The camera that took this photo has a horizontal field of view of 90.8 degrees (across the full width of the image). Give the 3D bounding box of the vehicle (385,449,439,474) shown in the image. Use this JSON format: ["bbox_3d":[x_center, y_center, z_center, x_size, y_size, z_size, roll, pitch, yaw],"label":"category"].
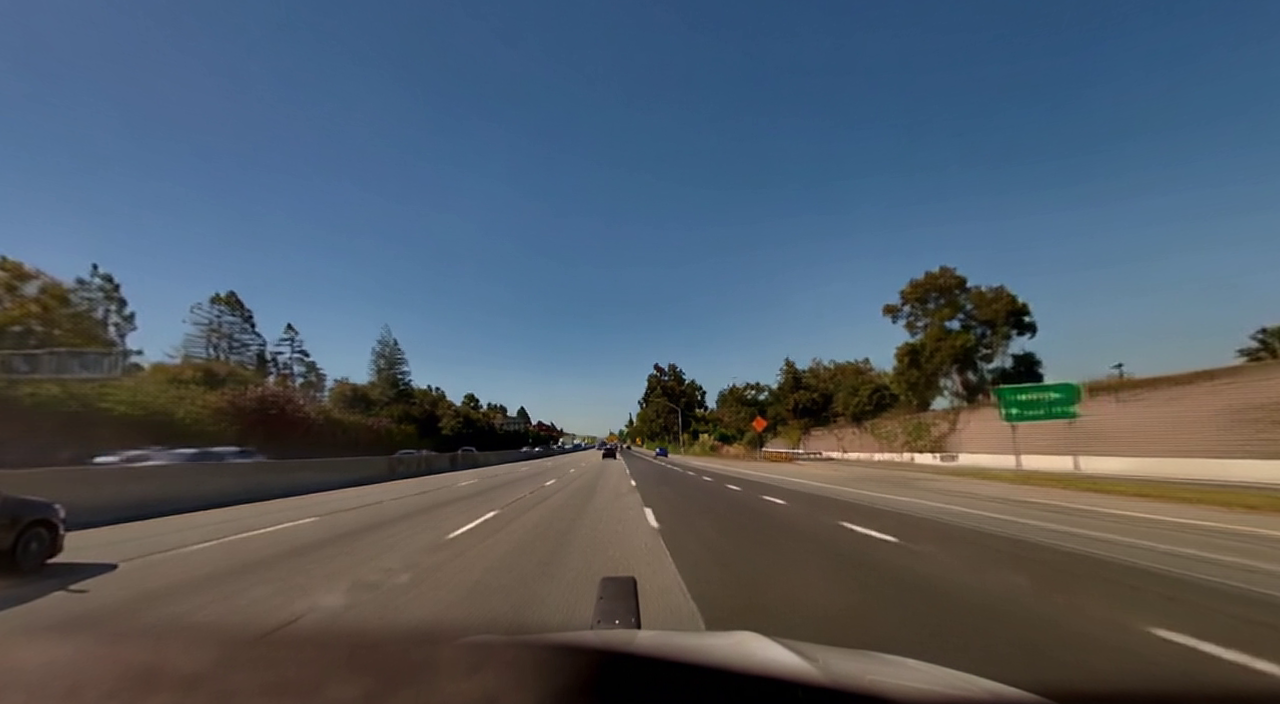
[{"bbox_3d":[-14.523,6.991,40.523,1.875,1.464,4.405,0,-9,-1],"label":"vehicle"}]

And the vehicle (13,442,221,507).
[{"bbox_3d":[-13.496,3.148,16.741,1.903,1.484,4.320,0,-9,-2],"label":"vehicle"}]
